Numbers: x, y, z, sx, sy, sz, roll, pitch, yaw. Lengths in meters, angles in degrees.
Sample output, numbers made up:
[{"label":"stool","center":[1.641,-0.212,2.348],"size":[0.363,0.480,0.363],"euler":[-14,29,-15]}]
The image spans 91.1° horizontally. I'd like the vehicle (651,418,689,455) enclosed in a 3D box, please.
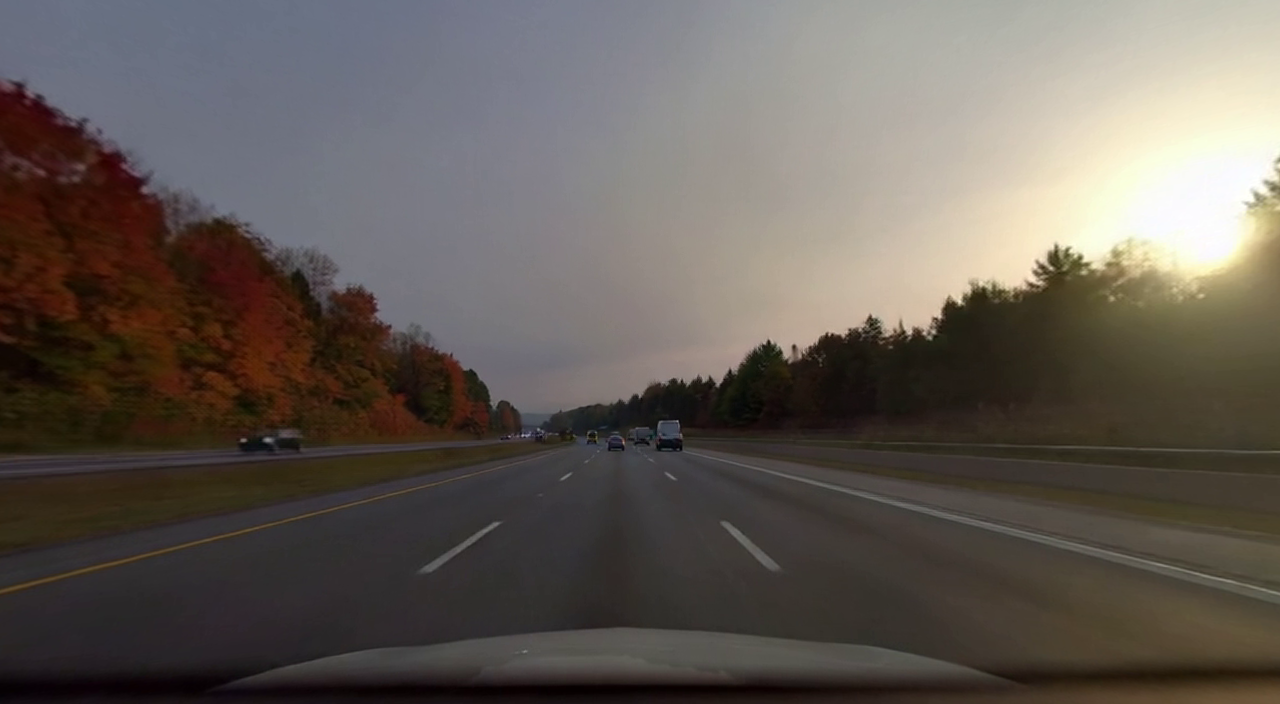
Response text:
[{"label":"vehicle","center":[2.195,6.376,47.287],"size":[2.411,2.614,5.781],"euler":[0,-8,-1]}]
